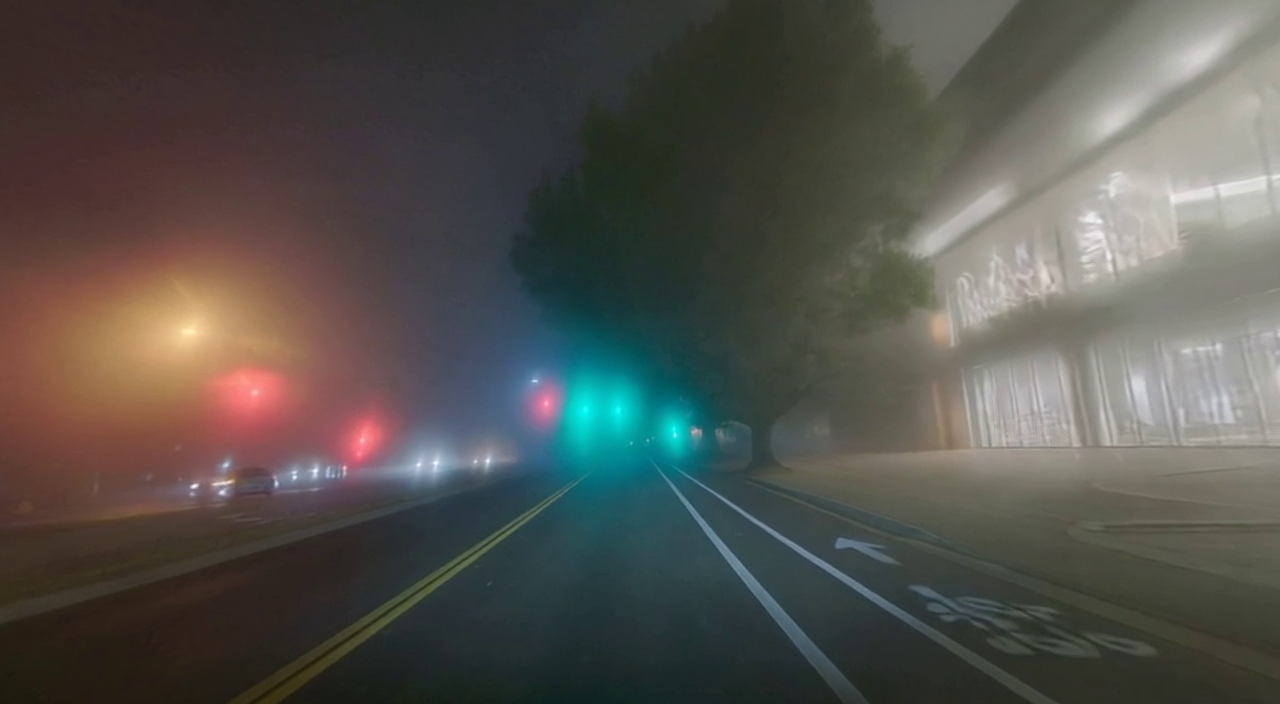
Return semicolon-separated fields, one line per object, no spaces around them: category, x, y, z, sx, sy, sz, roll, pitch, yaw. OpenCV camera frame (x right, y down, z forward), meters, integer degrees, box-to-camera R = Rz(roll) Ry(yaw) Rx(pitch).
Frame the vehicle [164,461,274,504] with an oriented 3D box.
vehicle;-19.652;6.087;29.769;2.223;1.728;4.250;0;-9;-1

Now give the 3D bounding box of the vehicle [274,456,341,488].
vehicle;-23.723;8.535;45.326;2.316;2.060;4.631;0;-9;-1
